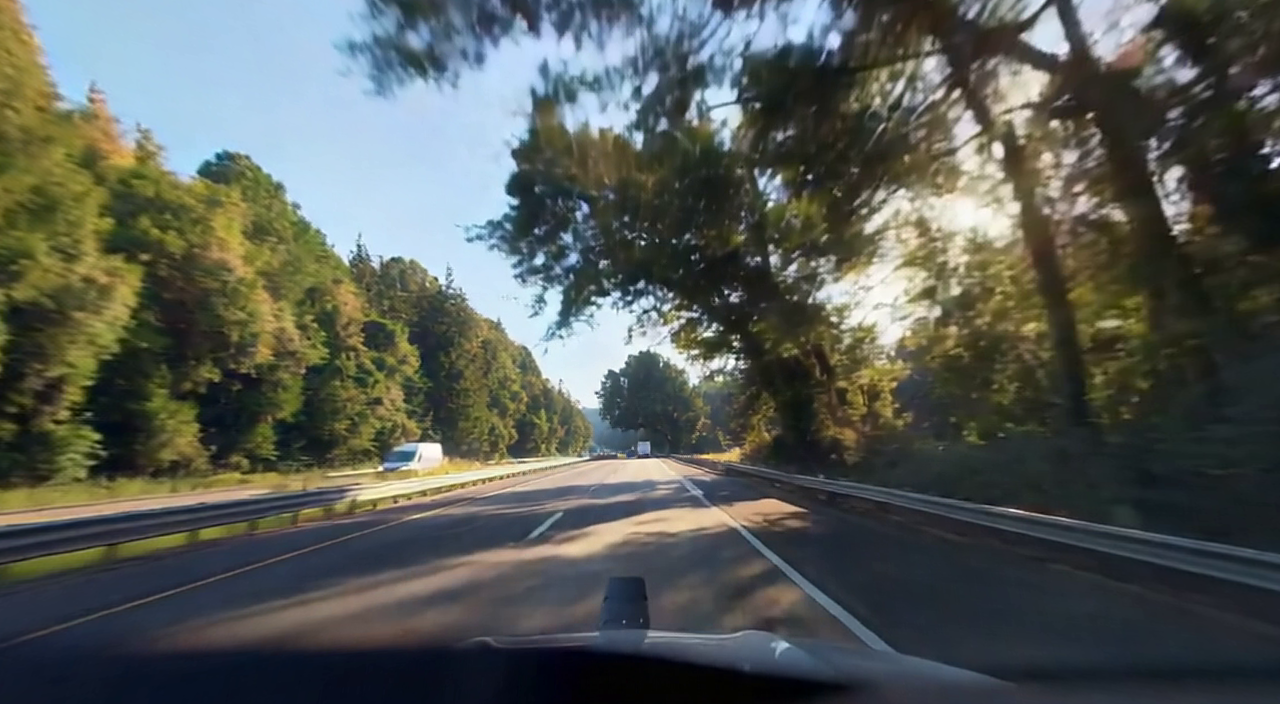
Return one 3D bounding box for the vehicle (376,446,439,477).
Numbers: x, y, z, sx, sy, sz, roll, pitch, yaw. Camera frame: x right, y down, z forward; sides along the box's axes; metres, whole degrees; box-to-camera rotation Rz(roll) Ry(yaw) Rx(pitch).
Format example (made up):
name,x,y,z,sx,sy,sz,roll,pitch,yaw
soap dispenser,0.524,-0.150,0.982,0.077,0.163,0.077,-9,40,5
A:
name,x,y,z,sx,sy,sz,roll,pitch,yaw
vehicle,-15.113,7.108,41.228,2.140,1.899,4.803,0,-9,2
